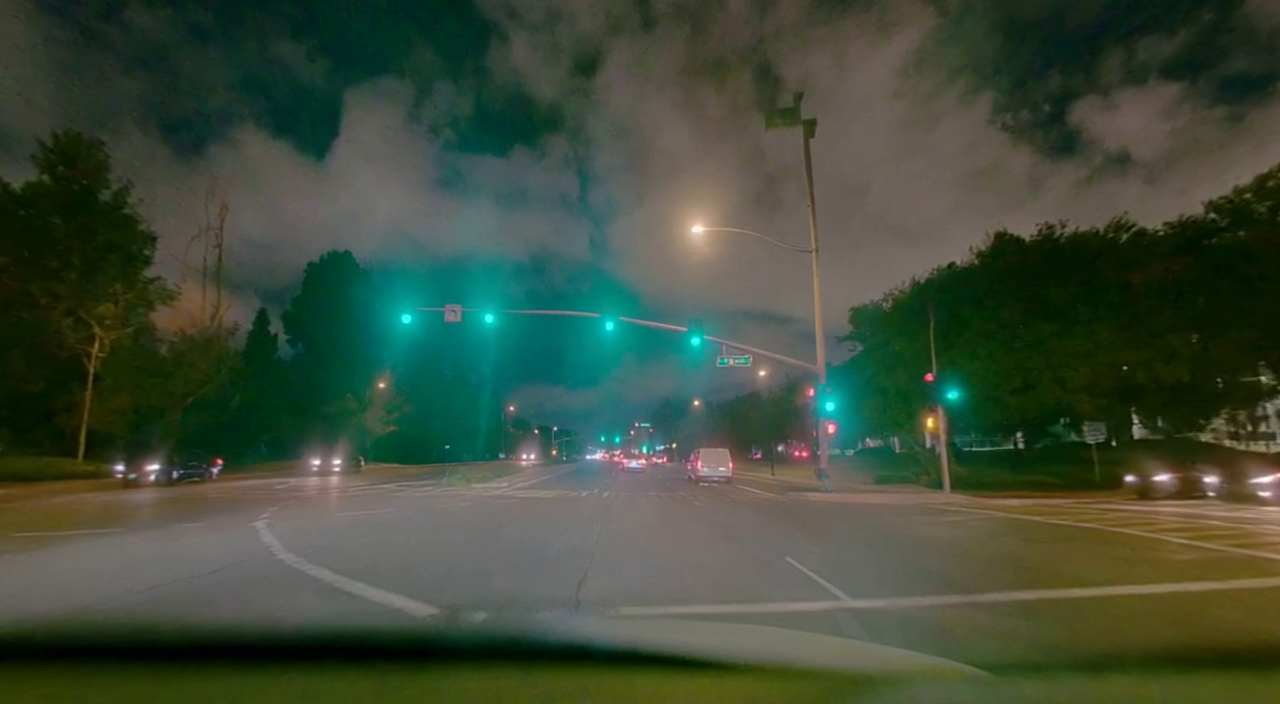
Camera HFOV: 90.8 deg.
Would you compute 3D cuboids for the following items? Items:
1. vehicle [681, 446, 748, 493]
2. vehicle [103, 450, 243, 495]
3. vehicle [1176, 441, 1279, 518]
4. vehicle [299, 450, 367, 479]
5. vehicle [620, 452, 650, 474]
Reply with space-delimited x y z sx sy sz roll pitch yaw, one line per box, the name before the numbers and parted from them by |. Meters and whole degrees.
vehicle | 3.034 4.877 26.692 2.181 1.781 4.257 0 -9 -1
vehicle | -22.995 5.914 31.554 2.598 1.924 5.802 -1 -8 0
vehicle | 15.179 2.840 14.334 4.096 1.605 2.072 0 -9 0
vehicle | -19.411 7.128 40.192 2.048 1.686 4.427 0 -9 0
vehicle | -0.378 8.020 45.717 2.039 1.455 3.826 0 -8 -1
